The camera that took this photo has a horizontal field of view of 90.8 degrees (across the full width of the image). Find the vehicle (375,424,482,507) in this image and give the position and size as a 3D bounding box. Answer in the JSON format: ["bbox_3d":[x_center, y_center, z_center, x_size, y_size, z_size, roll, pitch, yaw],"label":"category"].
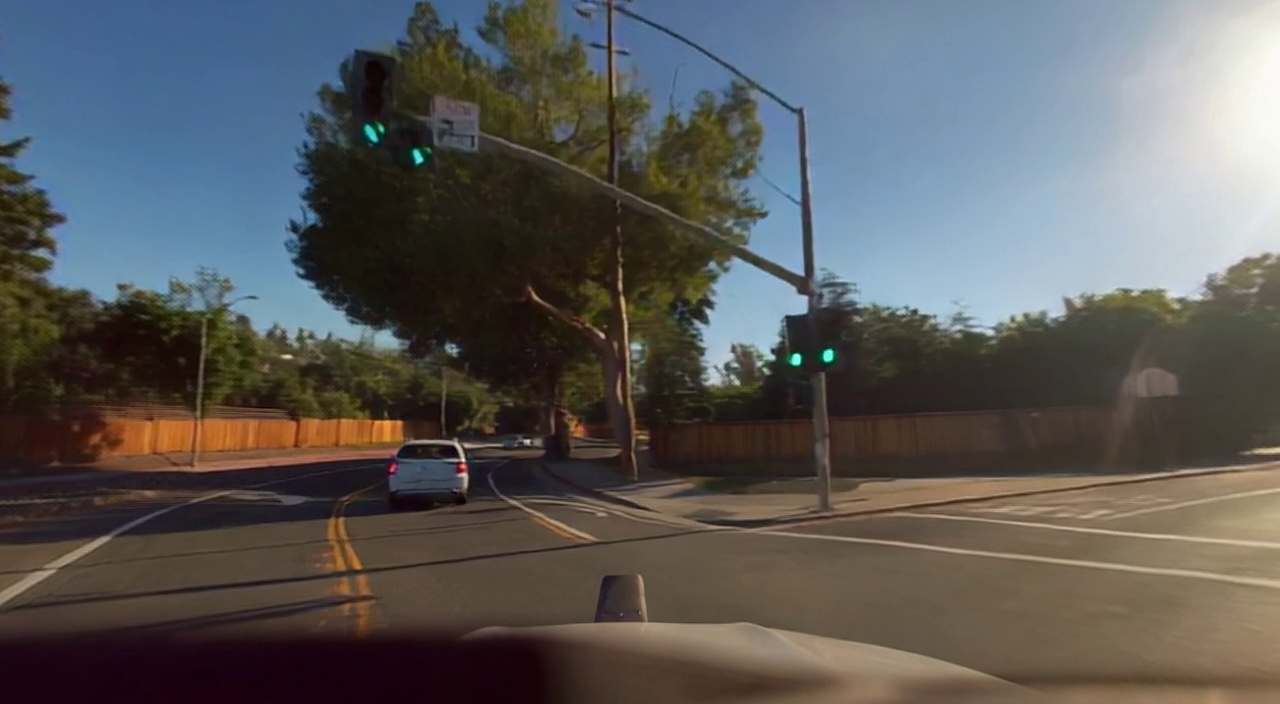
[{"bbox_3d":[-5.416,2.886,16.599,2.230,1.827,4.580,2,-9,-15],"label":"vehicle"}]

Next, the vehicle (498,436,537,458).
[{"bbox_3d":[-8.696,6.770,45.230,1.929,1.476,4.655,0,-8,-1],"label":"vehicle"}]
